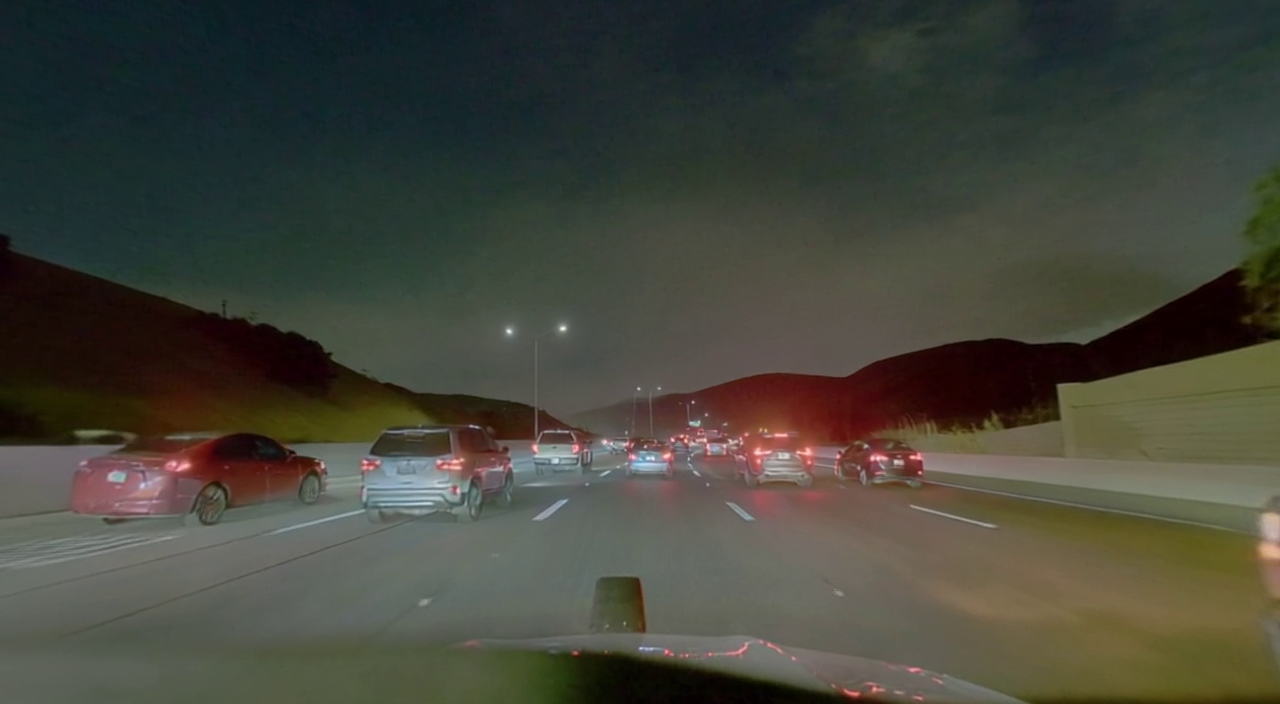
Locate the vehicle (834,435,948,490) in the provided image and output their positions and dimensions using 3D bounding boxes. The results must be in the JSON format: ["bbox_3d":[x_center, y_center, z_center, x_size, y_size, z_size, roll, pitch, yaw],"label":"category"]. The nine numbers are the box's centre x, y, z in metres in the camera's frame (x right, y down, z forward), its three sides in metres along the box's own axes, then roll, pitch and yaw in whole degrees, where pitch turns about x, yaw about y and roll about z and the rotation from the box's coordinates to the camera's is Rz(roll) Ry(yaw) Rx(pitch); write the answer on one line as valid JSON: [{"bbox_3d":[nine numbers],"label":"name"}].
[{"bbox_3d":[7.475,3.317,19.277,1.846,1.469,4.166,0,-8,1],"label":"vehicle"}]

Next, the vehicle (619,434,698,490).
[{"bbox_3d":[0.539,3.239,18.992,2.105,1.471,4.349,0,-8,2],"label":"vehicle"}]

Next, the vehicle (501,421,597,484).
[{"bbox_3d":[-2.986,3.479,22.120,2.301,1.902,5.374,-1,-8,3],"label":"vehicle"}]

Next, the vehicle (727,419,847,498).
[{"bbox_3d":[3.642,2.730,16.569,2.046,1.765,4.534,0,-8,0],"label":"vehicle"}]

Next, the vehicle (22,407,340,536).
[{"bbox_3d":[-7.670,2.034,11.391,2.017,1.810,4.782,0,-8,2],"label":"vehicle"}]

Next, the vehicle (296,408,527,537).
[{"bbox_3d":[-3.470,1.933,10.722,2.179,1.723,4.410,0,-8,1],"label":"vehicle"}]
